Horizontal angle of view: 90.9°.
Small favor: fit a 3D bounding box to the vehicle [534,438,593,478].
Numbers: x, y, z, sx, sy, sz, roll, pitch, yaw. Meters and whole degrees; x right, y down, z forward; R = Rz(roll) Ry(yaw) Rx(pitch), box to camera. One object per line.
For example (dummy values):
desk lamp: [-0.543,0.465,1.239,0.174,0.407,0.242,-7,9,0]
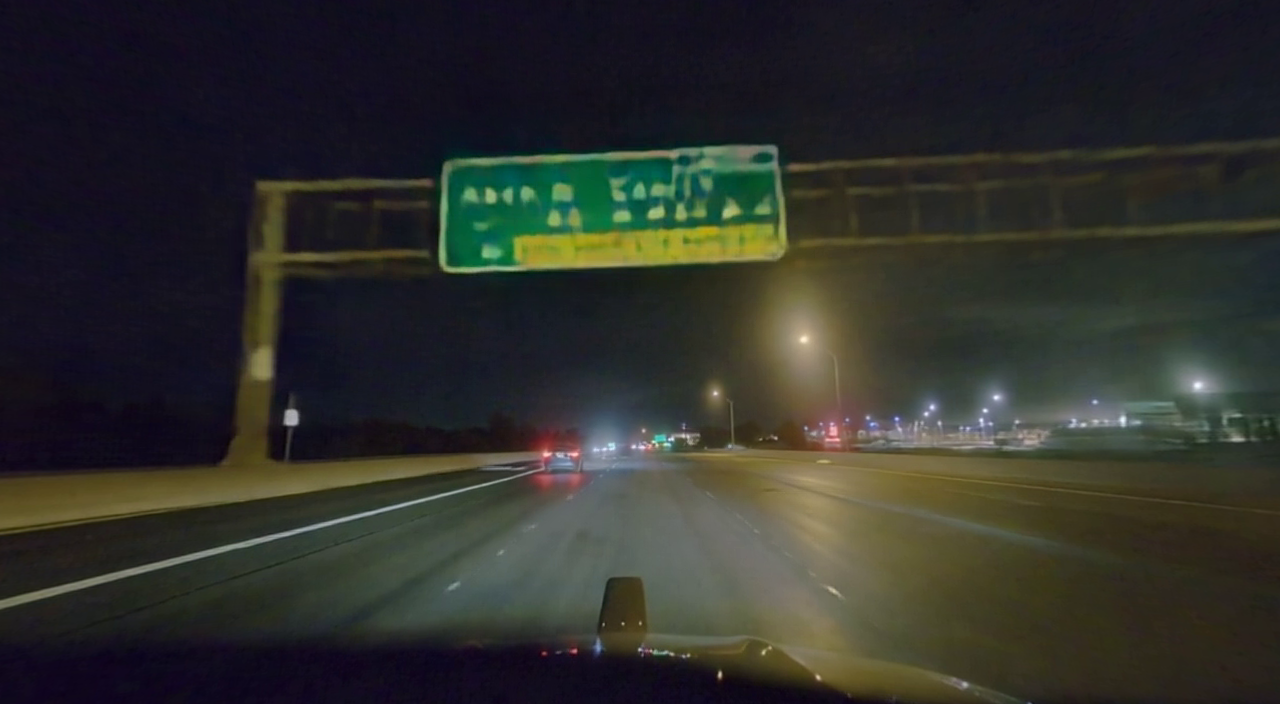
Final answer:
vehicle: [-3.450,4.869,29.272,2.072,1.706,4.359,0,-8,1]
